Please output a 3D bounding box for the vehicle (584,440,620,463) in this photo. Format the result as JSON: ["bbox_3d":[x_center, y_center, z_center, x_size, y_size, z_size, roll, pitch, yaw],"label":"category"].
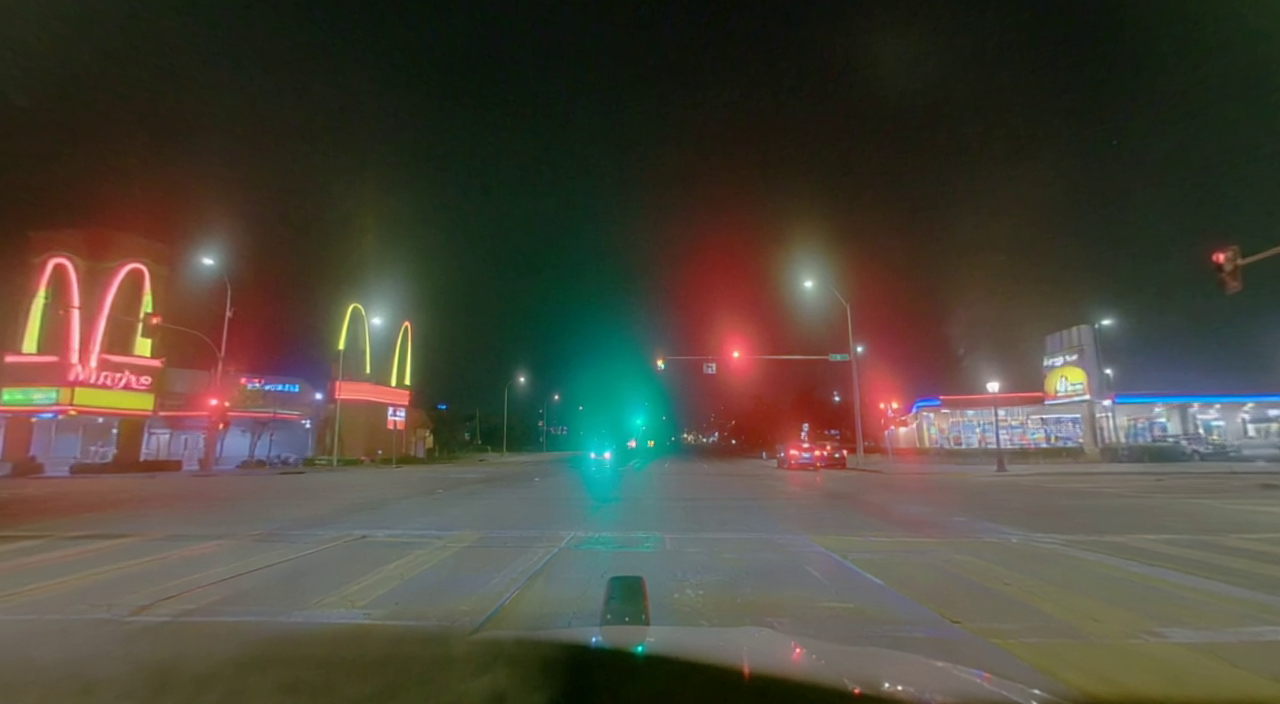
[{"bbox_3d":[-2.512,6.699,42.491,2.104,1.468,4.195,0,-8,1],"label":"vehicle"}]
